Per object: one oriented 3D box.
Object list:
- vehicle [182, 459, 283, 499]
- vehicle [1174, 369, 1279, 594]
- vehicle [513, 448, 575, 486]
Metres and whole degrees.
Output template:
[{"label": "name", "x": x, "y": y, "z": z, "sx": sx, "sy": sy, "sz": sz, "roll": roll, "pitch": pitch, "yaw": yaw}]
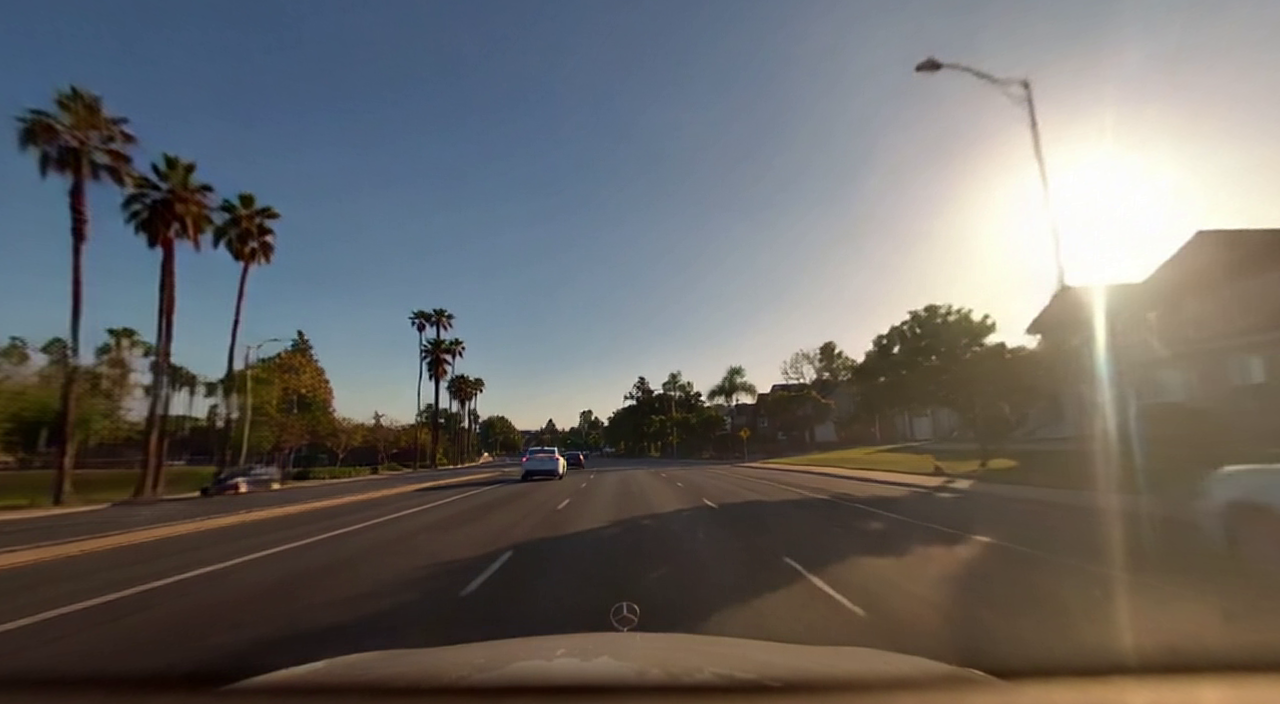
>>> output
[{"label": "vehicle", "x": -19.262, "y": 6.008, "z": 30.158, "sx": 2.180, "sy": 1.539, "sz": 4.244, "roll": -3, "pitch": -8, "yaw": -3}, {"label": "vehicle", "x": 6.947, "y": 0.862, "z": 3.648, "sx": 2.418, "sy": 2.004, "sz": 6.128, "roll": 0, "pitch": -9, "yaw": 1}, {"label": "vehicle", "x": -4.060, "y": 4.931, "z": 27.550, "sx": 2.108, "sy": 1.475, "sz": 4.555, "roll": 0, "pitch": -9, "yaw": -2}]
